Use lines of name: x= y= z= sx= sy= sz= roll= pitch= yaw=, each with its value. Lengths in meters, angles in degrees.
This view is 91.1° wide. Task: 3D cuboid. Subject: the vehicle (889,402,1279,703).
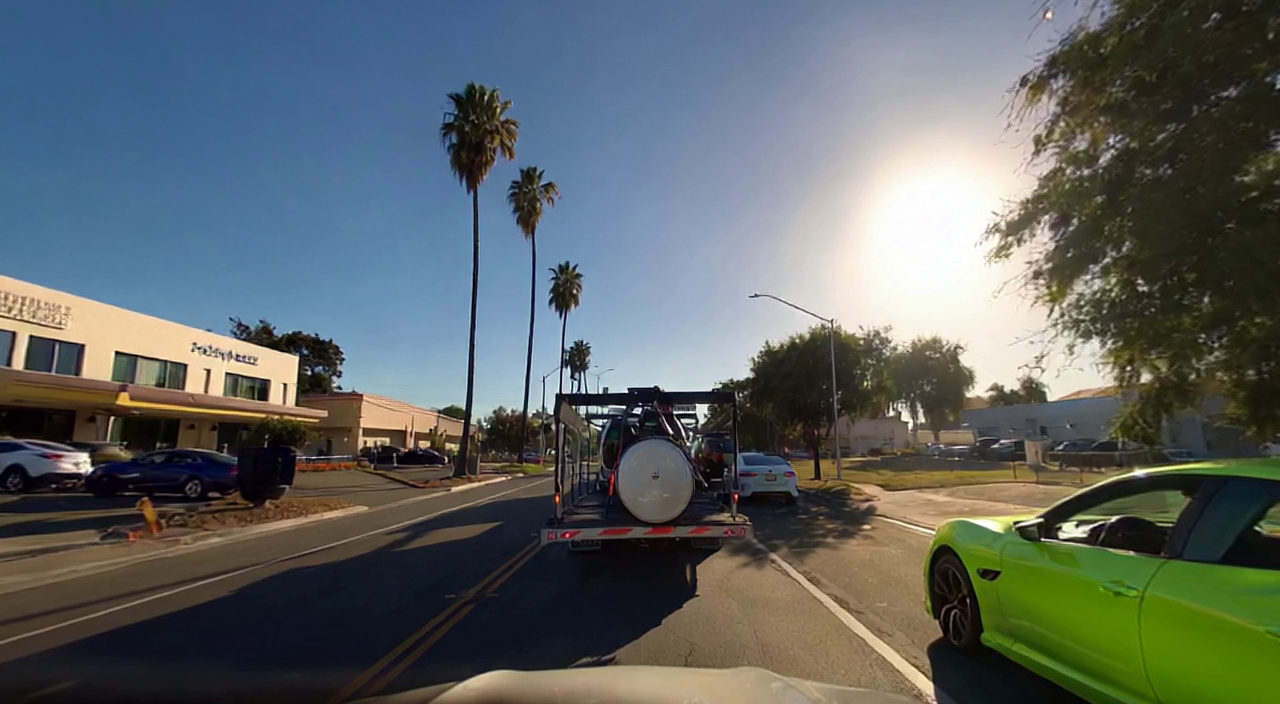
vehicle: x=3.094 y=0.995 z=2.456 sx=2.171 sy=1.520 sz=4.853 roll=0 pitch=-8 yaw=-1

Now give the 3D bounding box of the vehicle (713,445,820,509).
vehicle: x=3.239 y=3.279 z=16.974 sx=2.010 sy=1.499 sz=4.107 roll=0 pitch=-8 yaw=-1

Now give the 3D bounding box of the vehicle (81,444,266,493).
vehicle: x=-15.096 y=3.764 z=20.531 sx=4.490 sy=1.500 sz=1.875 roll=0 pitch=-9 yaw=-1

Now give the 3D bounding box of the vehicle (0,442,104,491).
vehicle: x=-20.450 y=3.663 z=20.235 sx=4.706 sy=1.468 sz=1.817 roll=0 pitch=-9 yaw=2

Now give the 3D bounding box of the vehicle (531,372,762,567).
vehicle: x=0.094 y=1.871 z=10.789 sx=2.728 sy=2.305 sz=6.506 roll=0 pitch=-8 yaw=0
